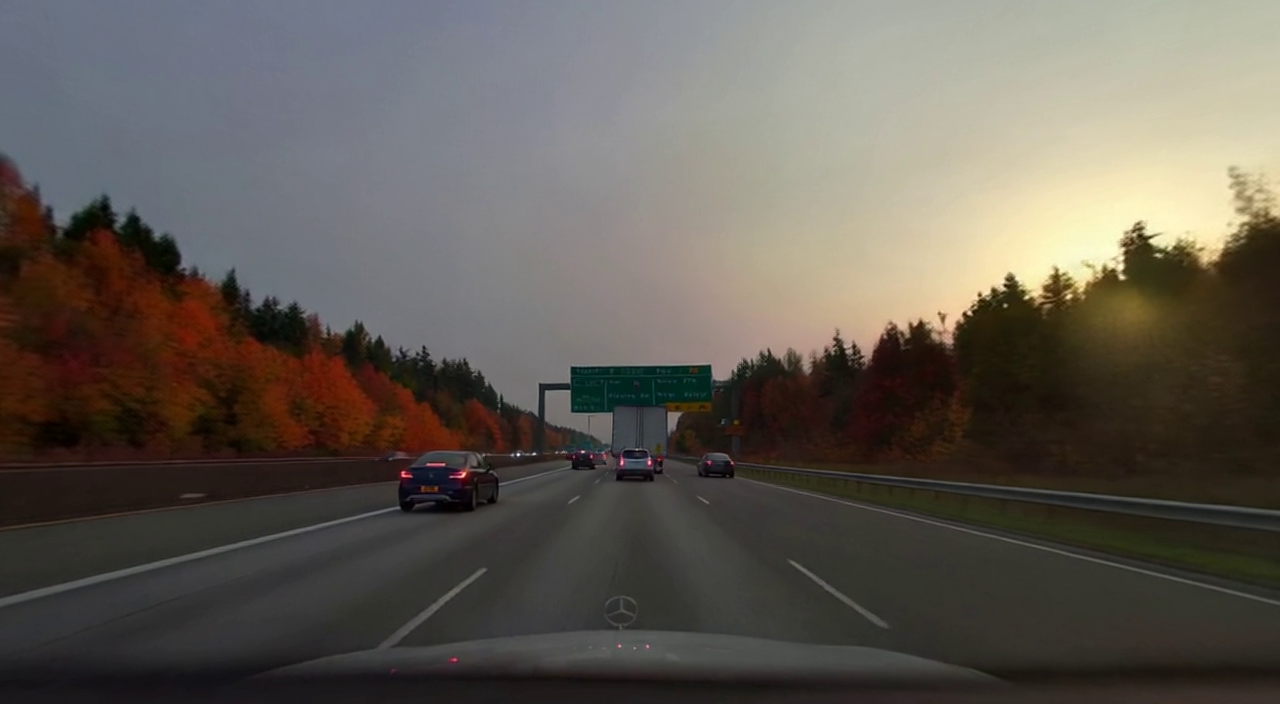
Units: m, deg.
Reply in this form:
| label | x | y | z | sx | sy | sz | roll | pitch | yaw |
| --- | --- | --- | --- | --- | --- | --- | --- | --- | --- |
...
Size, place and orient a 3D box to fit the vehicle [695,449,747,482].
| label | x | y | z | sx | sy | sz | roll | pitch | yaw |
| --- | --- | --- | --- | --- | --- | --- | --- | --- | --- |
| vehicle | 4.148 | 5.845 | 32.658 | 2.035 | 1.571 | 4.413 | 0 | -9 | -1 |

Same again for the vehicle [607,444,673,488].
| label | x | y | z | sx | sy | sz | roll | pitch | yaw |
| --- | --- | --- | --- | --- | --- | --- | --- | --- | --- |
| vehicle | -0.004 | 4.860 | 27.029 | 2.634 | 1.679 | 4.070 | 0 | -9 | 0 |

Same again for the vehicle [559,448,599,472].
| label | x | y | z | sx | sy | sz | roll | pitch | yaw |
| --- | --- | --- | --- | --- | --- | --- | --- | --- | --- |
| vehicle | -4.478 | 7.995 | 46.654 | 2.545 | 1.679 | 4.267 | 0 | -9 | 0 |

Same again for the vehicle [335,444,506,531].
| label | x | y | z | sx | sy | sz | roll | pitch | yaw |
| --- | --- | --- | --- | --- | --- | --- | --- | --- | --- |
| vehicle | -4.229 | 2.662 | 12.909 | 2.017 | 1.469 | 4.113 | 0 | -9 | 0 |
